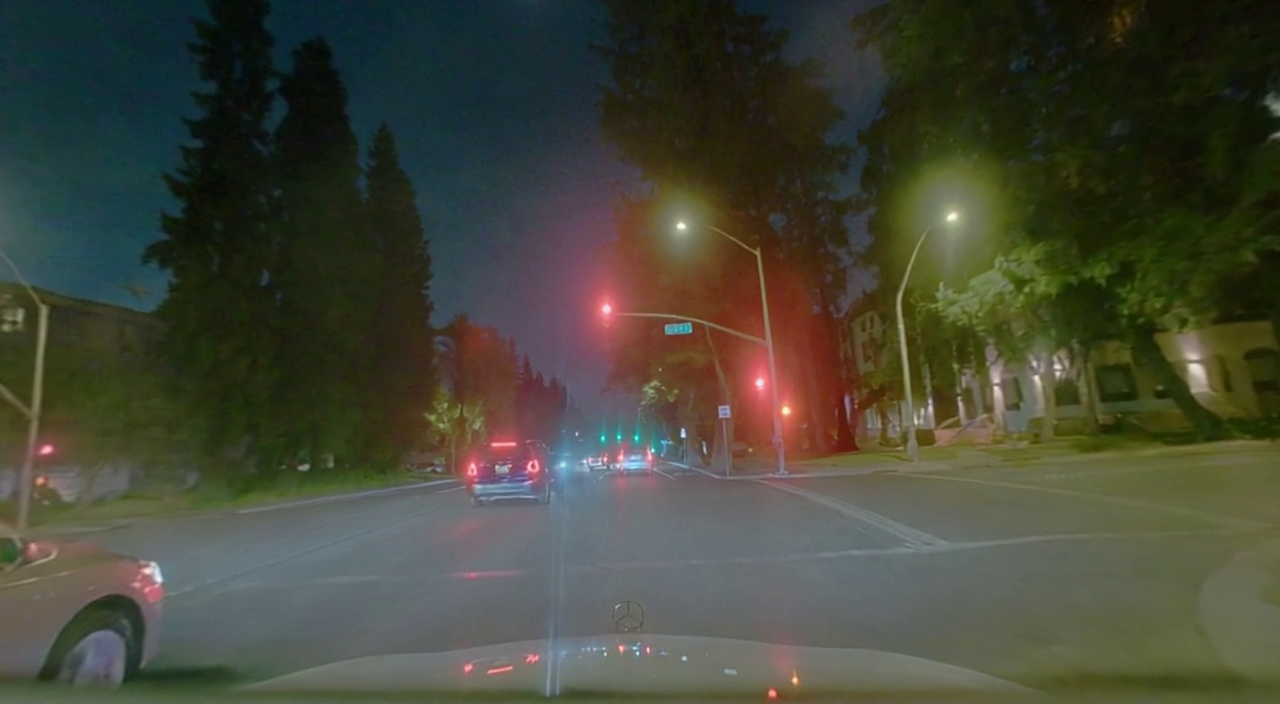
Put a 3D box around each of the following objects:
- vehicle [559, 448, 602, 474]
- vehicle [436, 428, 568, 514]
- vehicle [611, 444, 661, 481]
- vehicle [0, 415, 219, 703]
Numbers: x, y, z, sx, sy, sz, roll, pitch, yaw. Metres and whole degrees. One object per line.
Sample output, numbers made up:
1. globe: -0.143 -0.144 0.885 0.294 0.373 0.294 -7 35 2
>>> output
1. vehicle: -3.700 6.840 39.872 2.268 1.522 4.350 0 -8 0
2. vehicle: -3.175 2.842 15.607 2.157 1.771 4.452 -1 -8 1
3. vehicle: -0.211 4.854 28.051 2.062 1.518 3.901 0 -8 -1
4. vehicle: -3.509 0.835 1.387 1.934 1.475 4.741 0 -8 0
